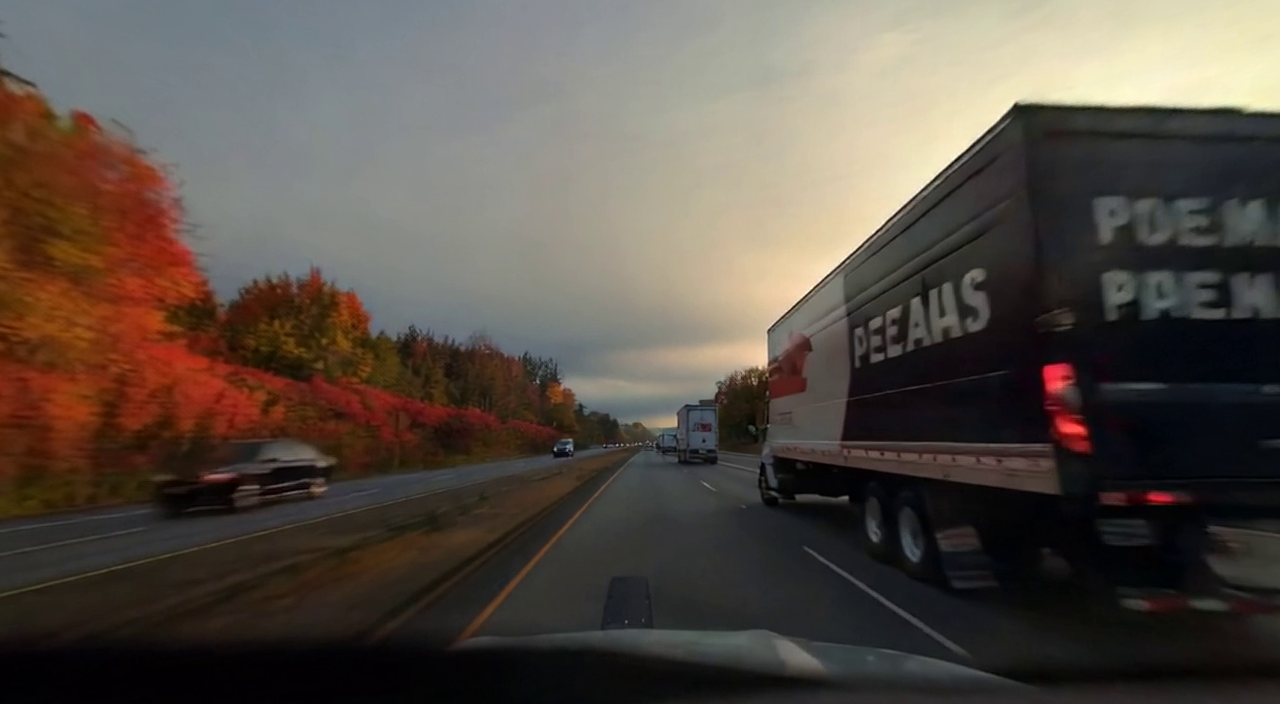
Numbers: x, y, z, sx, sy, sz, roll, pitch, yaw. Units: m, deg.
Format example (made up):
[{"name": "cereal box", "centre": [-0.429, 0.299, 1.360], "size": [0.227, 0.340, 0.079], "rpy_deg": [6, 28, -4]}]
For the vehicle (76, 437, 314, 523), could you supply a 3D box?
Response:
[{"name": "vehicle", "centre": [-10.081, 2.886, 14.871], "size": [2.019, 1.697, 4.634], "rpy_deg": [-1, -8, 3]}]

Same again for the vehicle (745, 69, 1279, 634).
[{"name": "vehicle", "centre": [4.443, 0.854, 11.177], "size": [2.864, 3.962, 13.768], "rpy_deg": [0, -8, 0]}]
